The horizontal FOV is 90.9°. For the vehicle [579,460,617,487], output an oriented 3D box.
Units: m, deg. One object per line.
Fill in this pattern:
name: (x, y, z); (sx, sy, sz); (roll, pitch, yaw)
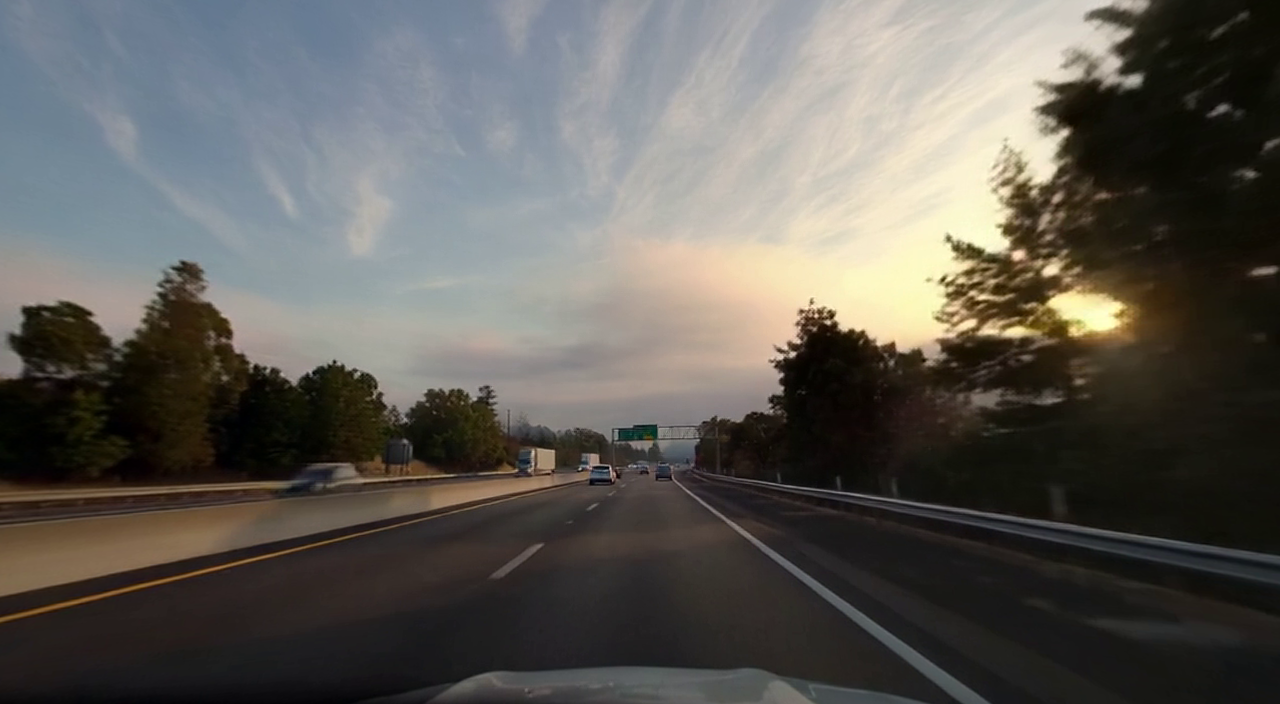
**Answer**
vehicle: (-2.863, 8.489, 44.112); (2.160, 1.721, 4.368); (0, -10, 3)

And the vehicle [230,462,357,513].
vehicle: (-12.652, 4.957, 23.423); (1.984, 1.649, 4.572); (1, -10, 1)
